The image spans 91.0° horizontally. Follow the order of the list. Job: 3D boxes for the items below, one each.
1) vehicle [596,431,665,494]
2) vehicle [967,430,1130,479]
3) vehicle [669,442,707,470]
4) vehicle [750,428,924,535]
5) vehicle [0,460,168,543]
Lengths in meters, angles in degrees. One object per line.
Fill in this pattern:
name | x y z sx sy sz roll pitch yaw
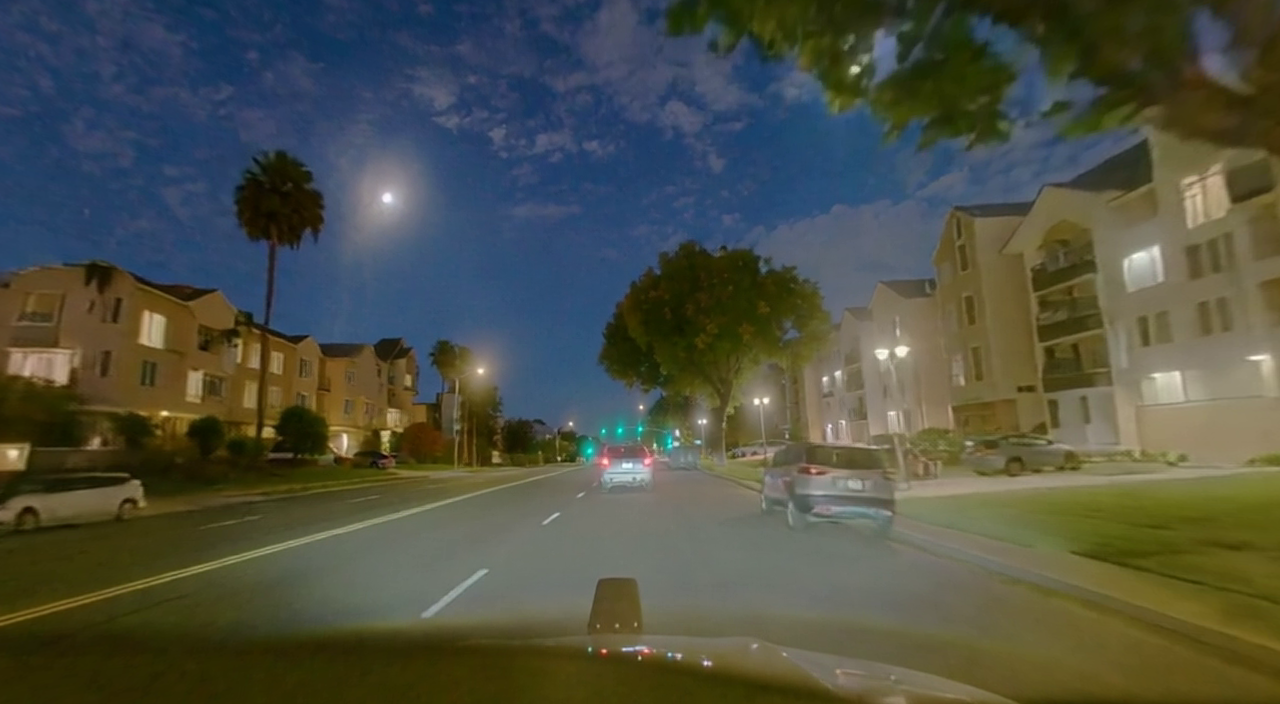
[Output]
vehicle | -0.273 3.620 20.923 1.994 1.810 5.057 0 -9 0
vehicle | 14.131 3.569 22.004 4.238 1.621 2.067 0 -9 -1
vehicle | 3.500 7.772 47.175 2.416 1.922 5.023 0 -9 0
vehicle | 3.510 2.391 12.175 1.949 1.685 4.161 0 -9 -1
vehicle | -13.991 3.483 15.018 1.877 1.443 4.677 -3 -7 0
